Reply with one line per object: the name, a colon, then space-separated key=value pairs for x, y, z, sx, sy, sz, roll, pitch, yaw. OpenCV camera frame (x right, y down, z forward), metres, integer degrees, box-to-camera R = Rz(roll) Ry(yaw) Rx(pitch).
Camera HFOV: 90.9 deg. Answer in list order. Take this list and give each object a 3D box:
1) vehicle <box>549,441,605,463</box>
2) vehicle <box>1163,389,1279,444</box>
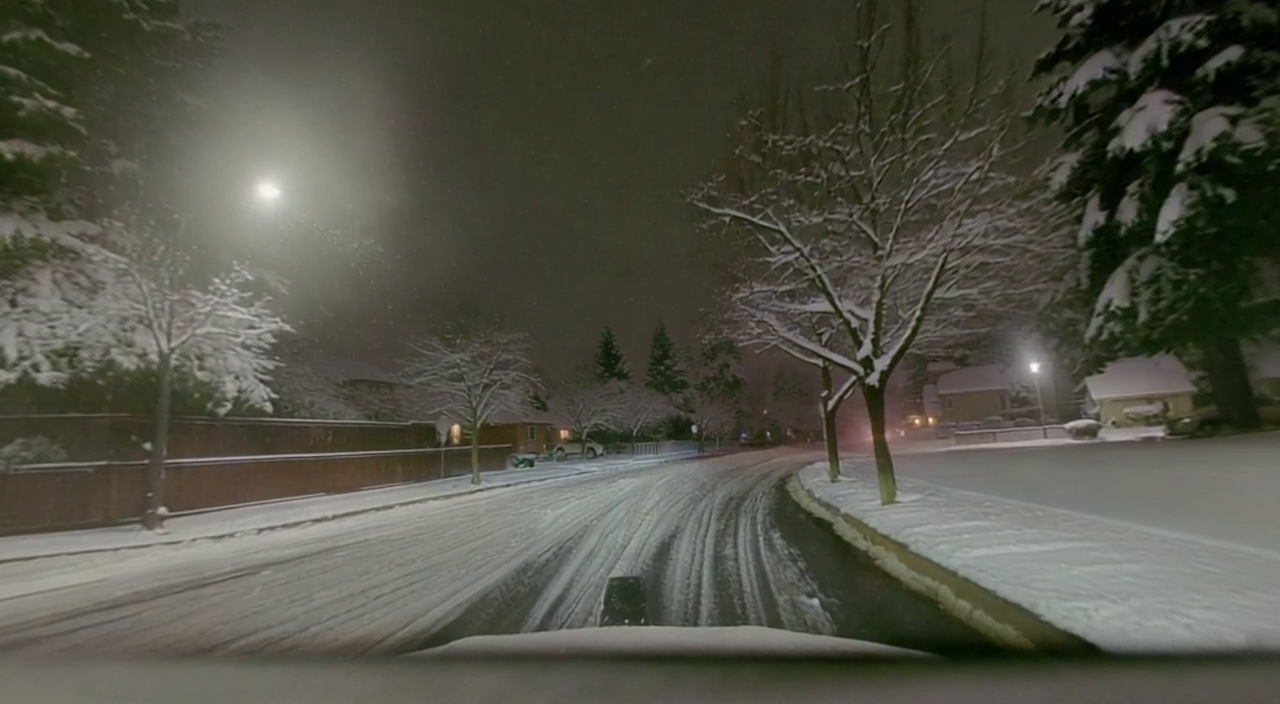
vehicle: x=-4.918 y=7.862 z=49.624 sx=4.252 sy=1.681 sz=1.854 roll=1 pitch=-8 yaw=-5
vehicle: x=18.869 y=2.073 z=19.777 sx=1.806 sy=1.481 sz=4.671 roll=-7 pitch=-10 yaw=14
